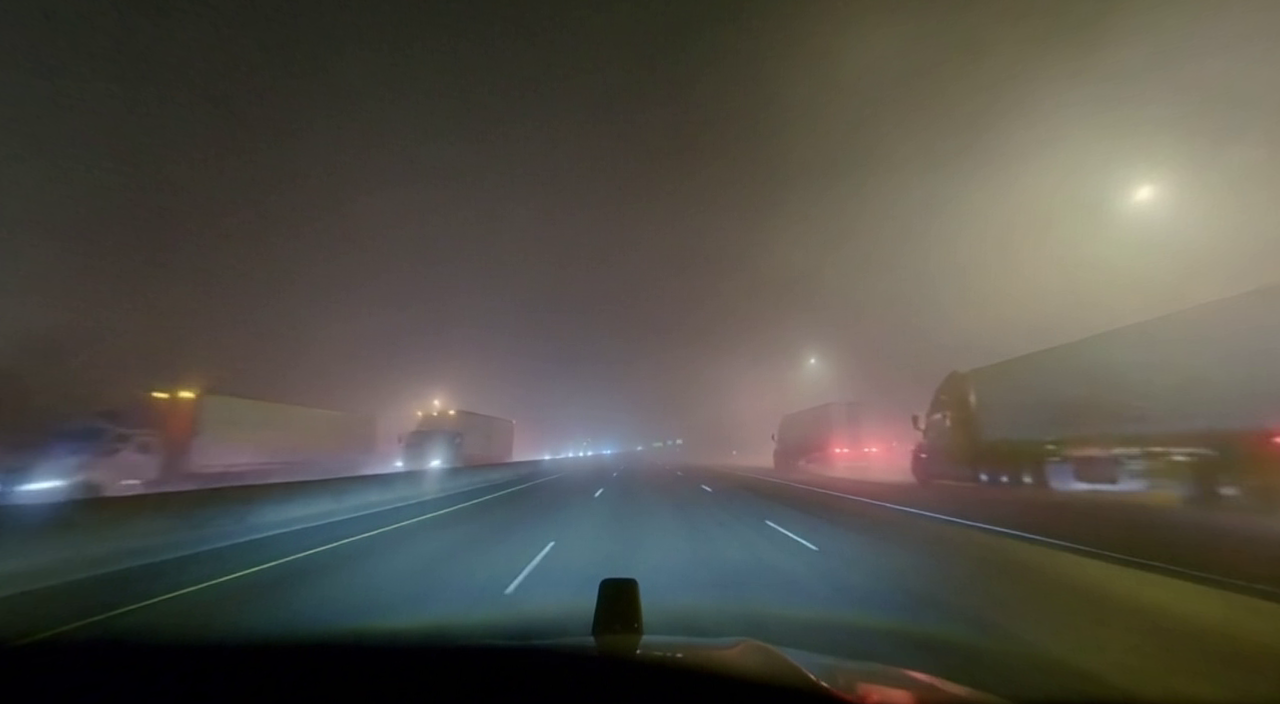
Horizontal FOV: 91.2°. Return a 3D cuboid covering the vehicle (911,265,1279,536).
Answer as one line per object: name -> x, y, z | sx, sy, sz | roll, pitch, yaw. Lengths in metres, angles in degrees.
vehicle -> 11.058, 1.526, 14.614 | 2.850, 4.038, 14.497 | 0, -9, -1

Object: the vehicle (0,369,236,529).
vehicle -> -15.566, 2.852, 18.640 | 2.996, 3.975, 5.840 | -1, -9, 0

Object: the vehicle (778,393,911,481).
vehicle -> 10.998, 5.015, 36.063 | 2.911, 4.067, 13.916 | -1, -9, 0

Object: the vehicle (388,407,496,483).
vehicle -> -11.517, 5.675, 38.018 | 3.029, 3.881, 10.922 | 0, -9, 0
